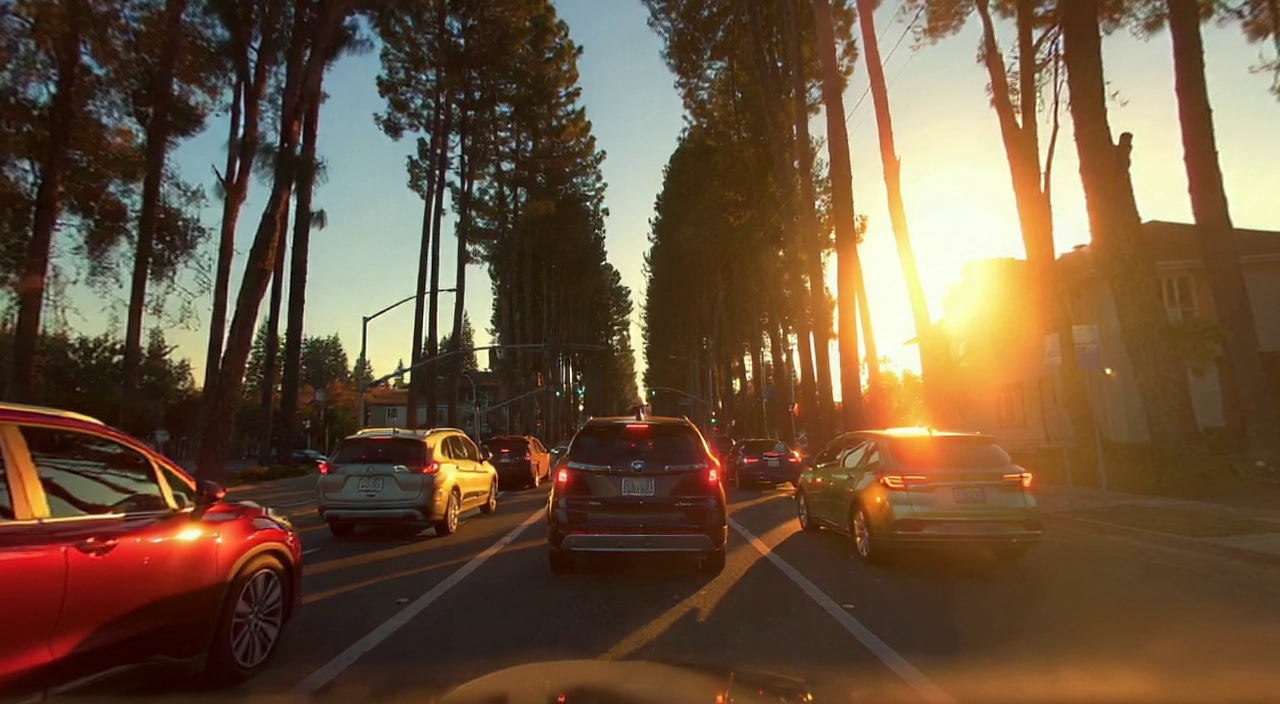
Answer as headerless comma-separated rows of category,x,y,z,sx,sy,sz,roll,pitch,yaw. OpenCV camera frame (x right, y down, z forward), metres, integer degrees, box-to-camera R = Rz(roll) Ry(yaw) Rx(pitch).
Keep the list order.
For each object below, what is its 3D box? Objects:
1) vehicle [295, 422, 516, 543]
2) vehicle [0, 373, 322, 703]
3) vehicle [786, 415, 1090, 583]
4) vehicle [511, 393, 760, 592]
vehicle,-3.657,2.110,10.856,2.042,1.641,4.314,0,-8,1
vehicle,-3.788,0.992,3.285,1.929,1.641,4.193,0,-8,2
vehicle,3.259,1.668,7.862,1.922,1.579,3.642,0,-8,-1
vehicle,-0.009,1.535,7.653,2.193,1.744,4.033,0,-8,1
